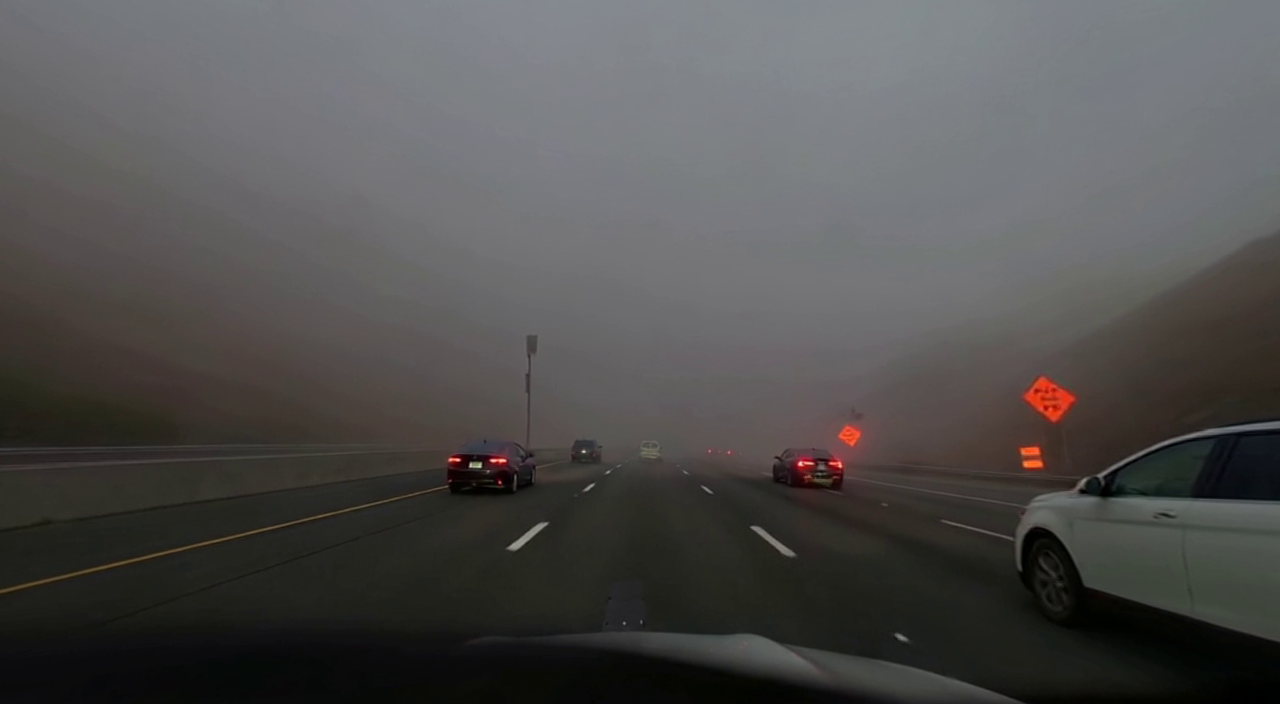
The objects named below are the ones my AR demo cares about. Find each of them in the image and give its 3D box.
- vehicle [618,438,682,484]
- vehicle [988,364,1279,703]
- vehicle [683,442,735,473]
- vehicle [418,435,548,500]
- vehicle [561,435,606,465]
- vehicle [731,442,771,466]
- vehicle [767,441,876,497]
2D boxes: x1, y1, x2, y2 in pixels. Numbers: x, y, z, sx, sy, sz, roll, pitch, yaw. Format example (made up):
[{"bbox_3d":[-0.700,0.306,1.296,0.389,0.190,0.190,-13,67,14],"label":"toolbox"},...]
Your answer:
[{"bbox_3d":[0.340,3.935,23.121,2.138,1.473,4.392,0,-8,0],"label":"vehicle"},{"bbox_3d":[3.848,0.885,2.743,2.018,1.670,4.658,0,-8,0],"label":"vehicle"},{"bbox_3d":[3.505,5.408,32.617,2.177,1.453,4.205,0,-8,0],"label":"vehicle"},{"bbox_3d":[-3.834,2.905,16.296,2.232,1.438,4.163,0,-8,1],"label":"vehicle"},{"bbox_3d":[-3.289,5.817,37.665,2.234,1.675,4.527,0,-8,1],"label":"vehicle"},{"bbox_3d":[8.170,7.520,46.832,2.042,1.684,4.609,0,-8,0],"label":"vehicle"},{"bbox_3d":[5.263,3.413,18.916,1.867,1.465,4.093,0,-8,-3],"label":"vehicle"}]
